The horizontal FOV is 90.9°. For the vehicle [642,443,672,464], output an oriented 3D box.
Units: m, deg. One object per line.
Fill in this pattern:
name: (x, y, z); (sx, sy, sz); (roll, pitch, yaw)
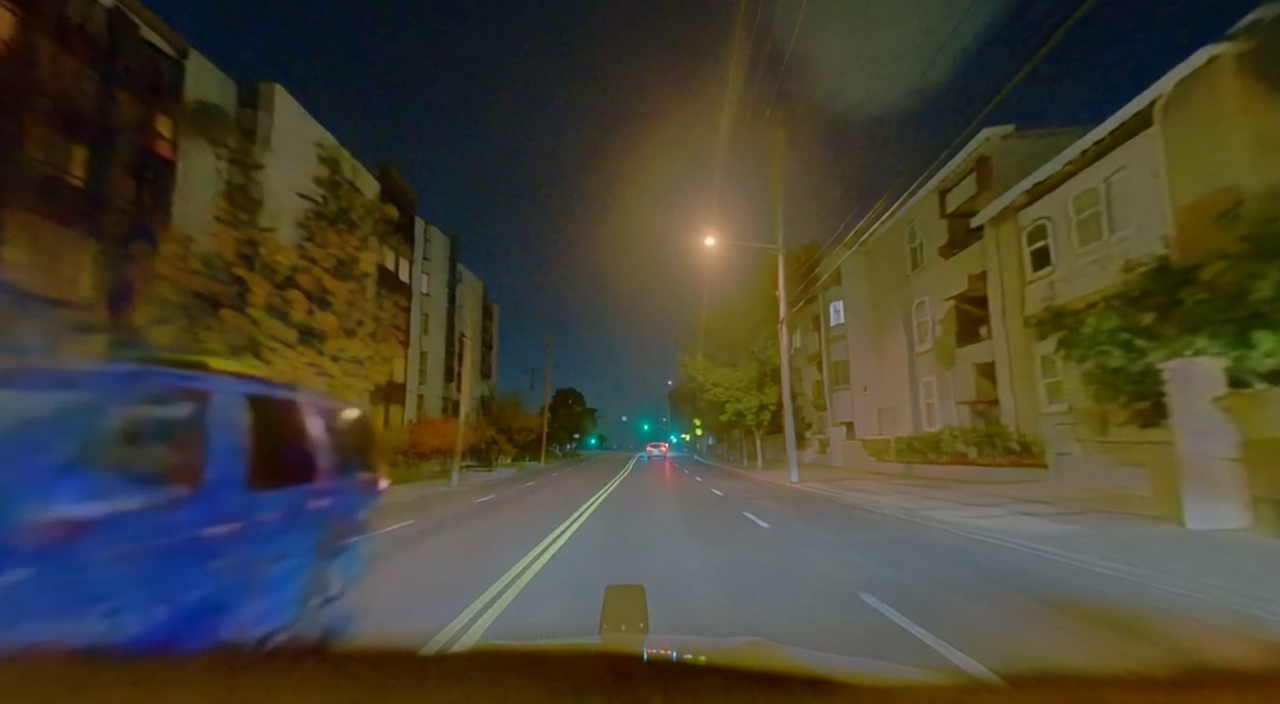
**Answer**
vehicle: (1.213, 7.548, 46.944); (2.097, 1.463, 4.043); (0, -9, 0)

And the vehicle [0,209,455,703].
vehicle: (-2.937, 0.780, 2.601); (2.469, 2.023, 5.896); (0, -9, 1)
